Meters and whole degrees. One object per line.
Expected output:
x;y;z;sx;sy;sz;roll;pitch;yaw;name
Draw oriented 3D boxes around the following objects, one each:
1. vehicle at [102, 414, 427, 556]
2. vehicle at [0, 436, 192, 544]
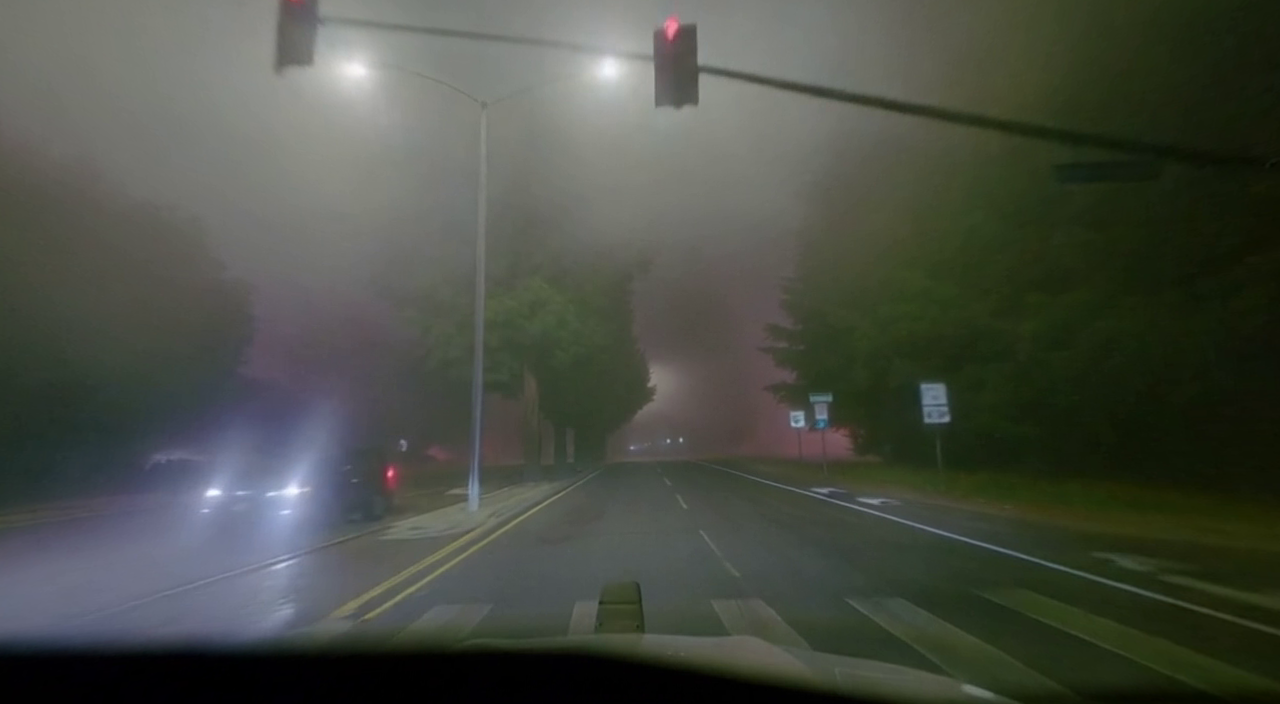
-5.986;2.206;11.464;2.084;1.823;6.226;-1;-8;0;vehicle
-12.041;2.696;13.080;2.208;1.821;4.552;0;-8;-1;vehicle
